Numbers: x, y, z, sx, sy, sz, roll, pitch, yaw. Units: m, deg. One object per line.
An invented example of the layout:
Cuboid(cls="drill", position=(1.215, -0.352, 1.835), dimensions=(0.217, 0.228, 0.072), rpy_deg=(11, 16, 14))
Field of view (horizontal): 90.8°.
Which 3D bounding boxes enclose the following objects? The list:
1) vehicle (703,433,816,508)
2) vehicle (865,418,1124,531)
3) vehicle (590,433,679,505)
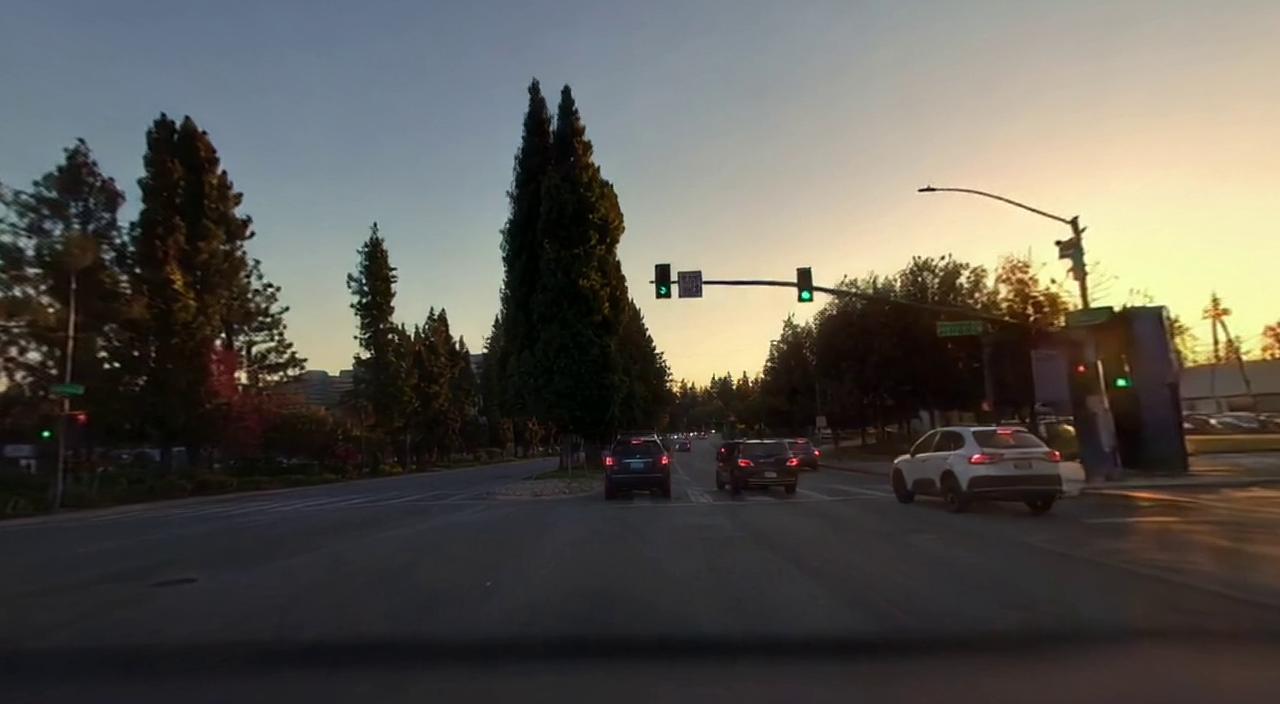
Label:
Cuboid(cls="vehicle", position=(3.155, 3.271, 17.955), dimensions=(2.057, 1.788, 5.216), rpy_deg=(0, -9, -2))
Cuboid(cls="vehicle", position=(6.947, 2.470, 13.383), dimensions=(2.251, 1.873, 5.346), rpy_deg=(0, -9, -2))
Cuboid(cls="vehicle", position=(-0.193, 3.415, 18.850), dimensions=(2.353, 1.894, 4.122), rpy_deg=(0, -9, -1))
